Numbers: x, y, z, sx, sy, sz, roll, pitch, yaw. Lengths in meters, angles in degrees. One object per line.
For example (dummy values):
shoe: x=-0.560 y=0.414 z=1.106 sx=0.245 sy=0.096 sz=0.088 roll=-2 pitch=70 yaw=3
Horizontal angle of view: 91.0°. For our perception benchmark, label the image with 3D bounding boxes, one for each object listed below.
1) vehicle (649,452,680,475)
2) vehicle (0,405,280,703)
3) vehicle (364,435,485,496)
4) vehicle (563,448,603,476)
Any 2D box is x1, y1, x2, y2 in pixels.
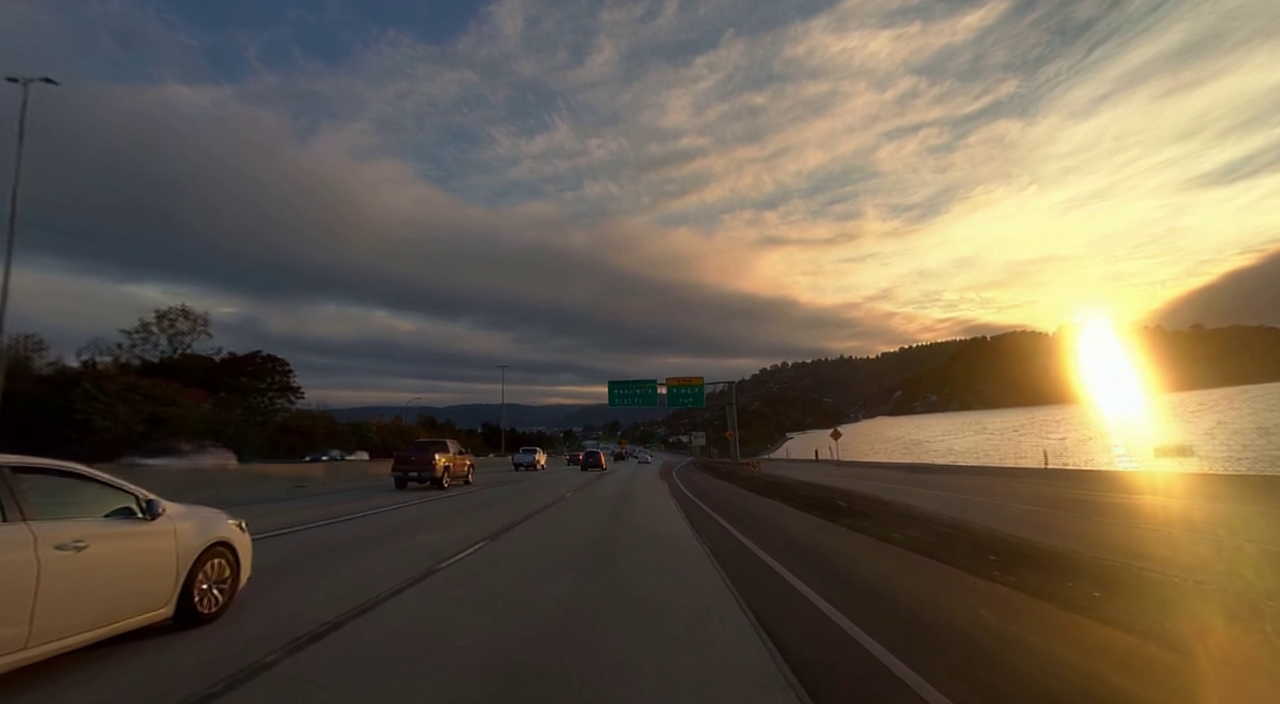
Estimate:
vehicle: x=1.832 y=8.194 z=46.438 sx=2.153 sy=1.510 sz=4.646 roll=0 pitch=-9 yaw=2
vehicle: x=-4.167 y=1.039 z=3.112 sx=2.027 sy=1.547 sz=4.511 roll=0 pitch=-9 yaw=1
vehicle: x=-7.502 y=4.009 z=22.742 sx=2.250 sy=1.870 sz=5.647 roll=0 pitch=-9 yaw=1
vehicle: x=-3.729 y=7.307 z=42.118 sx=2.132 sy=1.708 sz=4.571 roll=0 pitch=-9 yaw=2
